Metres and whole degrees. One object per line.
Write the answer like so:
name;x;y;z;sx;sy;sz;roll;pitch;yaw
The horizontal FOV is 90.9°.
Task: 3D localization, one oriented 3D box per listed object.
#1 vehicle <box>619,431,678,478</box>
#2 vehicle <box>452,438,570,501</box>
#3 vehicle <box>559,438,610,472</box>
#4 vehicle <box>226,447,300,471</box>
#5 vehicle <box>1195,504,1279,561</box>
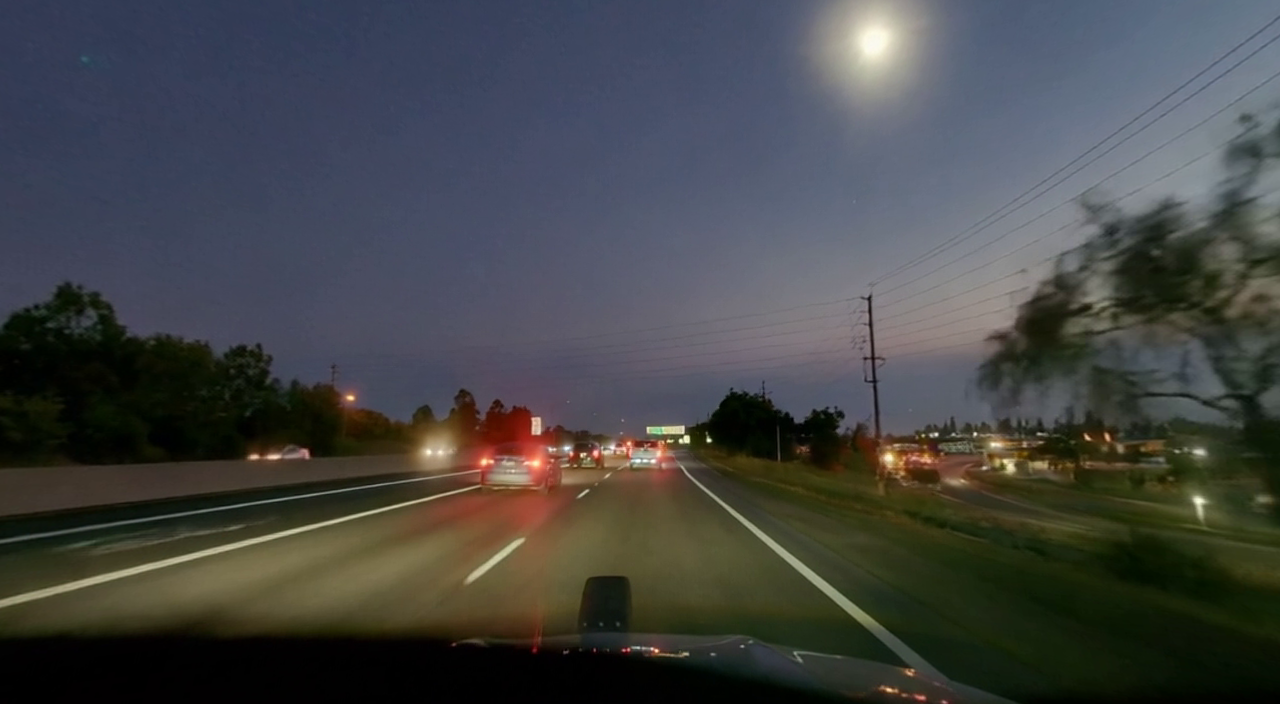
vehicle;0.373;4.347;26.976;2.319;1.813;4.274;0;-9;1
vehicle;-3.248;3.073;16.947;2.092;1.464;4.466;0;-9;2
vehicle;-2.909;5.542;34.165;2.051;1.695;4.731;-1;-9;3
vehicle;-23.938;6.771;40.232;1.794;1.440;4.532;0;-9;2
vehicle;30.813;8.887;31.287;2.164;2.048;5.656;-2;-8;11
